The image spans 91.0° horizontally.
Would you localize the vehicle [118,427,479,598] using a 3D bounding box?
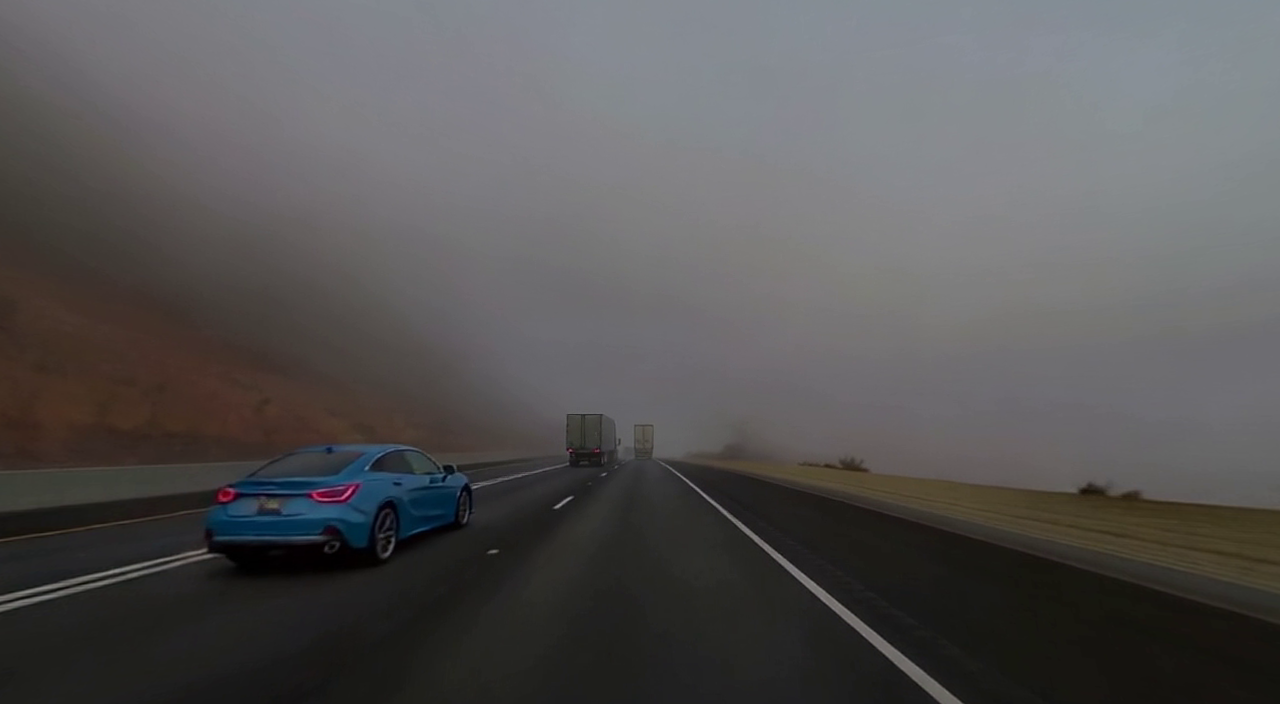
[{"bbox_3d":[-3.844,1.869,8.383,2.038,1.596,4.769,0,-8,1],"label":"vehicle"}]
